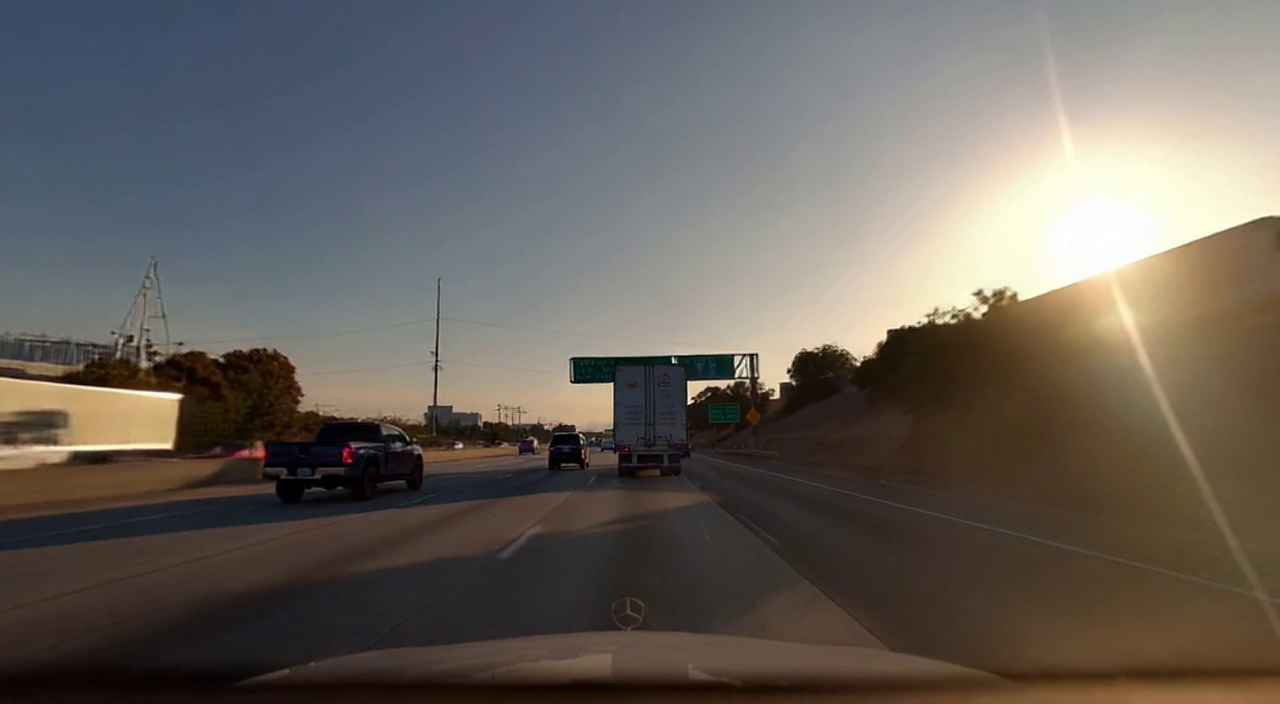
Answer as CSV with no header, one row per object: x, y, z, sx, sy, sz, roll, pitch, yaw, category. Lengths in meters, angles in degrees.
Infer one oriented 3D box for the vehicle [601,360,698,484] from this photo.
0.268,2.871,24.241,2.941,3.794,9.851,0,-9,0,vehicle

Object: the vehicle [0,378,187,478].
-24.012,3.350,26.588,2.767,3.509,9.241,0,-9,0,vehicle

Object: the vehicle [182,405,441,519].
-6.683,2.365,14.024,2.479,1.978,5.952,0,-9,1,vehicle

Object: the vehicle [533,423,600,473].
-3.276,4.510,29.662,2.379,2.075,6.169,0,-9,0,vehicle
